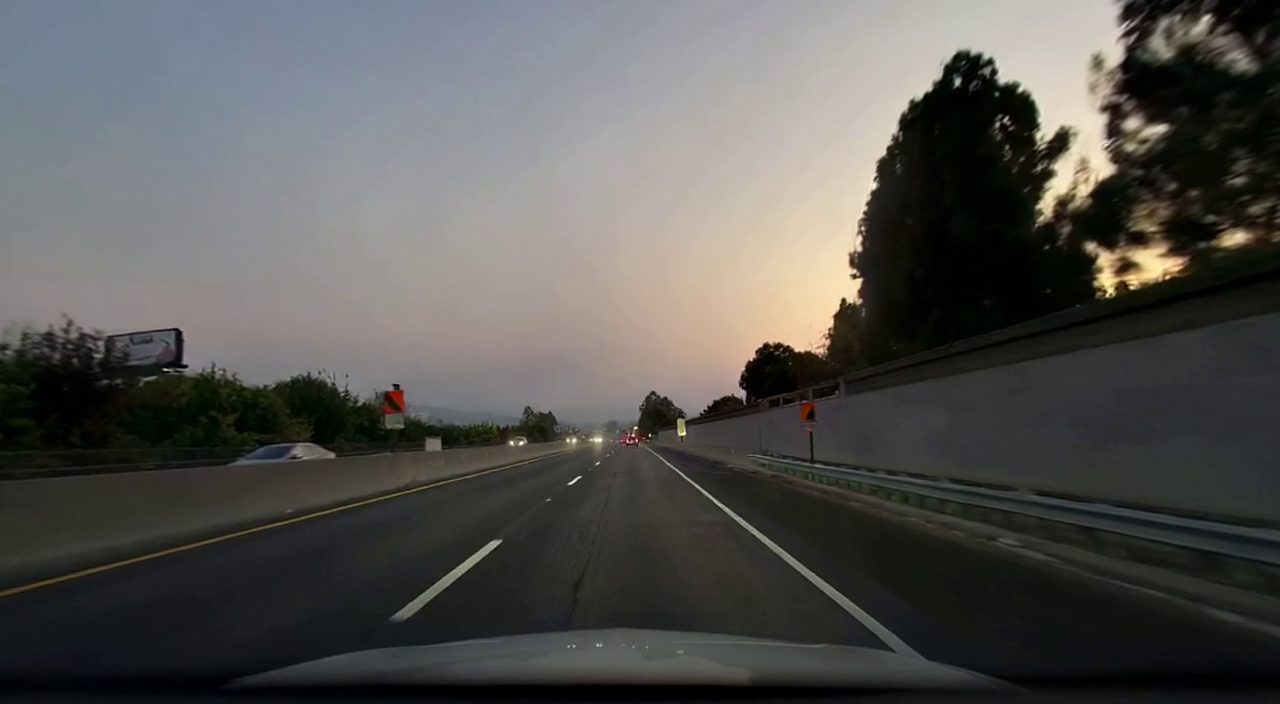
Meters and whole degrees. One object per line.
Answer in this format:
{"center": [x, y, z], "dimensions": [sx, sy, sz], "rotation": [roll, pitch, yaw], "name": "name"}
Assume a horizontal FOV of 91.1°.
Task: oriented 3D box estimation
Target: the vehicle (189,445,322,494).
{"center": [-13.570, 4.141, 22.600], "dimensions": [1.914, 1.500, 4.621], "rotation": [0, -8, 0], "name": "vehicle"}
